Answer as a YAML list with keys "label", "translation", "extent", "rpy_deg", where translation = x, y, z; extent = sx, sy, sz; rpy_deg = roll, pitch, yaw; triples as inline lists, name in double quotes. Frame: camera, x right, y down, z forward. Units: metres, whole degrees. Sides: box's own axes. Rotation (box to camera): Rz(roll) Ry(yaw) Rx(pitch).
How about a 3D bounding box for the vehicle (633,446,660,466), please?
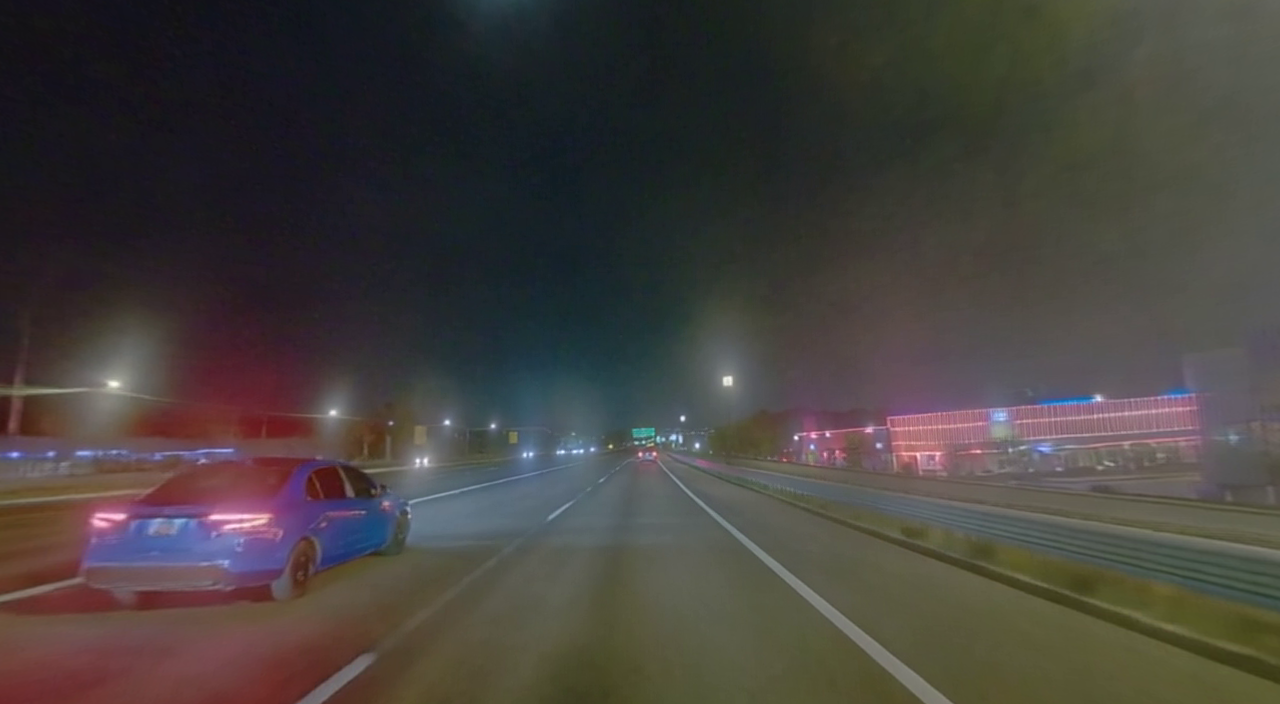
- label: "vehicle"
  translation: [0.465, 8.054, 48.712]
  extent: [2.014, 1.507, 3.960]
  rpy_deg: [0, -9, 0]
